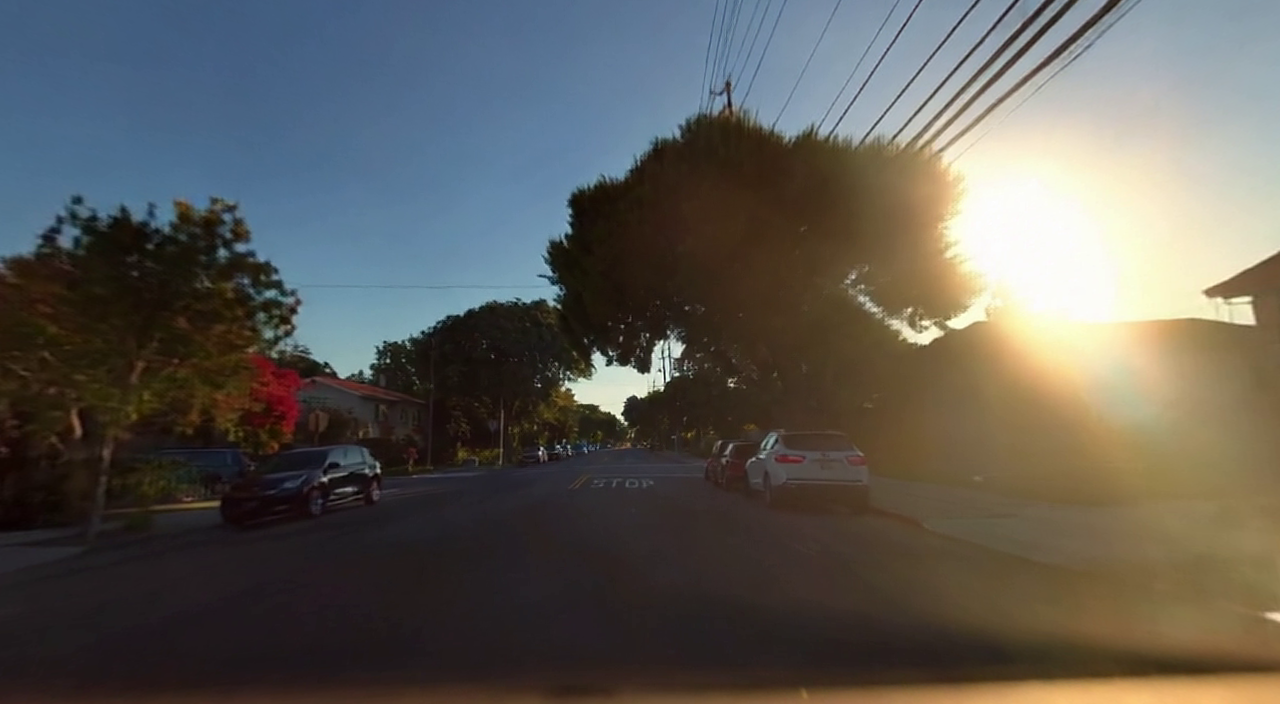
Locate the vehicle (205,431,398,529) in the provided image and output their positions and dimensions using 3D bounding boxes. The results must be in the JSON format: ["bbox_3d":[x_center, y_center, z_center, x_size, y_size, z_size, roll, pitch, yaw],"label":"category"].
[{"bbox_3d":[-7.315,2.858,14.272,1.980,1.664,4.342,-5,-11,-1],"label":"vehicle"}]

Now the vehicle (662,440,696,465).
[{"bbox_3d":[2.794,7.317,46.197,2.114,1.708,4.474,0,-9,-1],"label":"vehicle"}]

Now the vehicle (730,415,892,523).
[{"bbox_3d":[3.162,2.280,12.737,1.993,1.778,4.311,0,-9,0],"label":"vehicle"}]

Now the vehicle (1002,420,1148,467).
[{"bbox_3d":[19.221,4.071,28.094,4.826,1.933,2.166,1,-8,1],"label":"vehicle"}]

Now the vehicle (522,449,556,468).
[{"bbox_3d":[-7.530,7.933,47.321,1.926,1.307,3.909,0,-9,0],"label":"vehicle"}]

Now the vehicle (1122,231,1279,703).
[{"bbox_3d":[3.433,0.255,0.105,2.111,2.054,5.748,0,-9,0],"label":"vehicle"}]
